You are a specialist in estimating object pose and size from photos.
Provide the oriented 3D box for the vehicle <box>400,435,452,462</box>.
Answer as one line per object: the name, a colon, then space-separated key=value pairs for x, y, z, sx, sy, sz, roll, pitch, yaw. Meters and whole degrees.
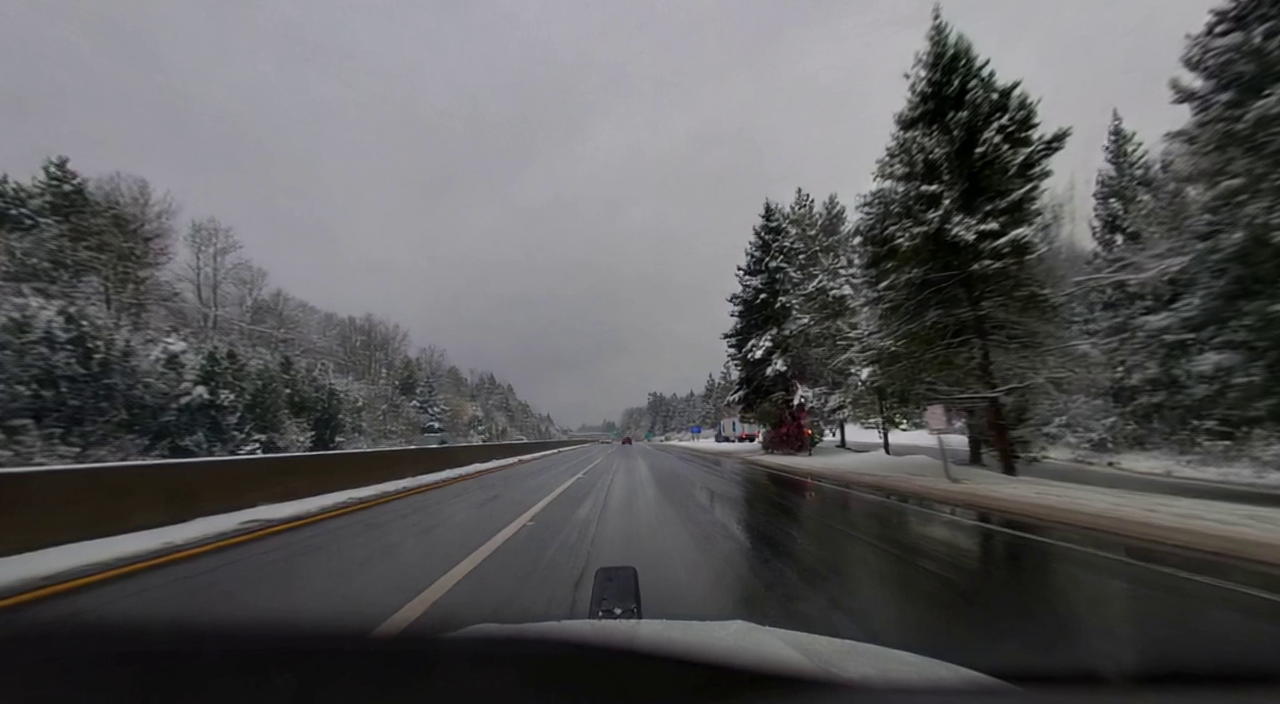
vehicle: x=-13.235 y=5.989 z=39.285 sx=1.864 sy=1.538 sz=4.008 roll=0 pitch=-8 yaw=-1
